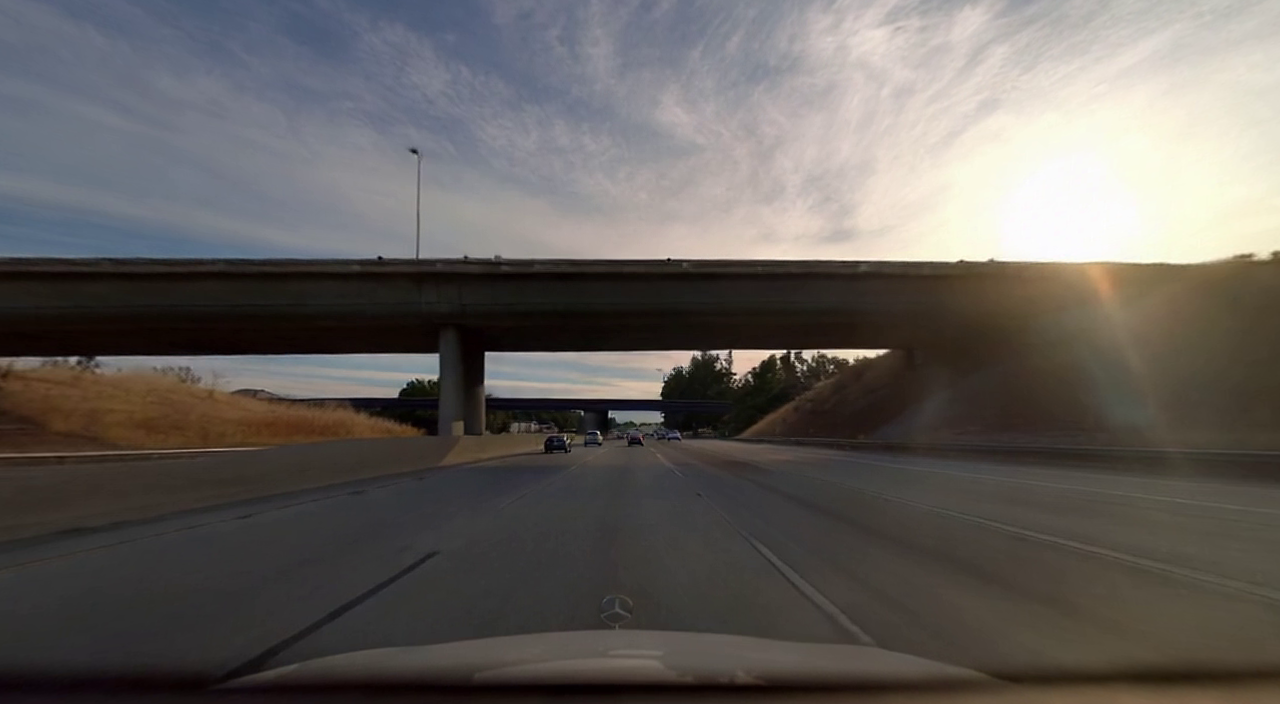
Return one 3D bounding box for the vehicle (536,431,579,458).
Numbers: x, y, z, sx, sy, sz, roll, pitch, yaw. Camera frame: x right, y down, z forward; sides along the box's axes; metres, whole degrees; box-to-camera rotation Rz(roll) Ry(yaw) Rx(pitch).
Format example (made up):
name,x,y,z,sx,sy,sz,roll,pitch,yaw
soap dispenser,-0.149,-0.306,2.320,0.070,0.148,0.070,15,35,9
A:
name,x,y,z,sx,sy,sz,roll,pitch,yaw
vehicle,-4.696,5.344,36.537,1.933,1.473,4.023,0,-8,0
